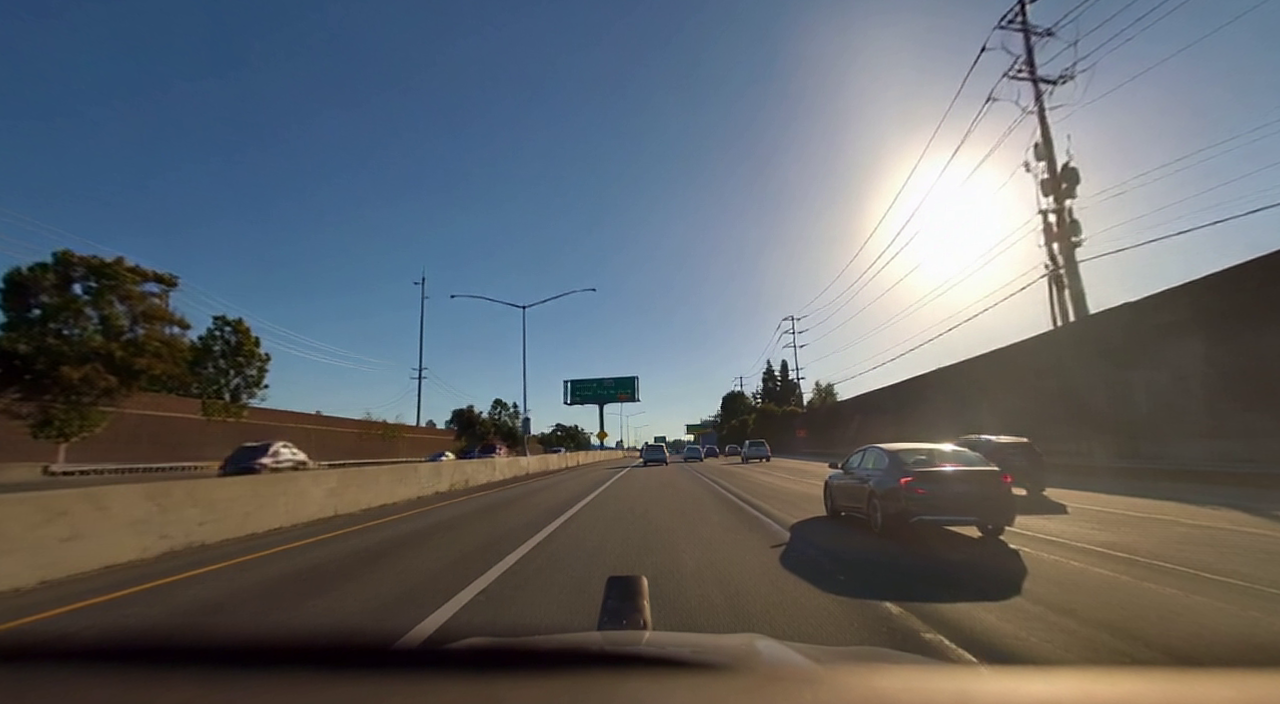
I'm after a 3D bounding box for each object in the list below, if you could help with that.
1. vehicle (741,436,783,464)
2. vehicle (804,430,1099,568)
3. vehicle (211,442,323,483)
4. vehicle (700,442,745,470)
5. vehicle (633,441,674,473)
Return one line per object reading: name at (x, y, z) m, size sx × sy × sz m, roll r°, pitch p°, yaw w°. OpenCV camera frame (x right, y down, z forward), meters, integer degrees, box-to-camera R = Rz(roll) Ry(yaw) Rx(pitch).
vehicle at (8.439, 6.853, 44.164) m, size 2.041 × 1.821 × 4.562 m, roll 0°, pitch -8°, yaw 0°
vehicle at (3.956, 1.922, 9.094) m, size 1.986 × 1.478 × 4.429 m, roll 0°, pitch -8°, yaw 0°
vehicle at (-16.896, 4.999, 28.946) m, size 2.048 × 1.727 × 4.903 m, roll 0°, pitch -8°, yaw 2°
vehicle at (4.570, 5.833, 35.464) m, size 1.936 × 1.465 × 4.060 m, roll 0°, pitch -8°, yaw 0°
vehicle at (0.717, 5.595, 33.803) m, size 2.042 × 1.581 × 3.769 m, roll 0°, pitch -8°, yaw 1°
